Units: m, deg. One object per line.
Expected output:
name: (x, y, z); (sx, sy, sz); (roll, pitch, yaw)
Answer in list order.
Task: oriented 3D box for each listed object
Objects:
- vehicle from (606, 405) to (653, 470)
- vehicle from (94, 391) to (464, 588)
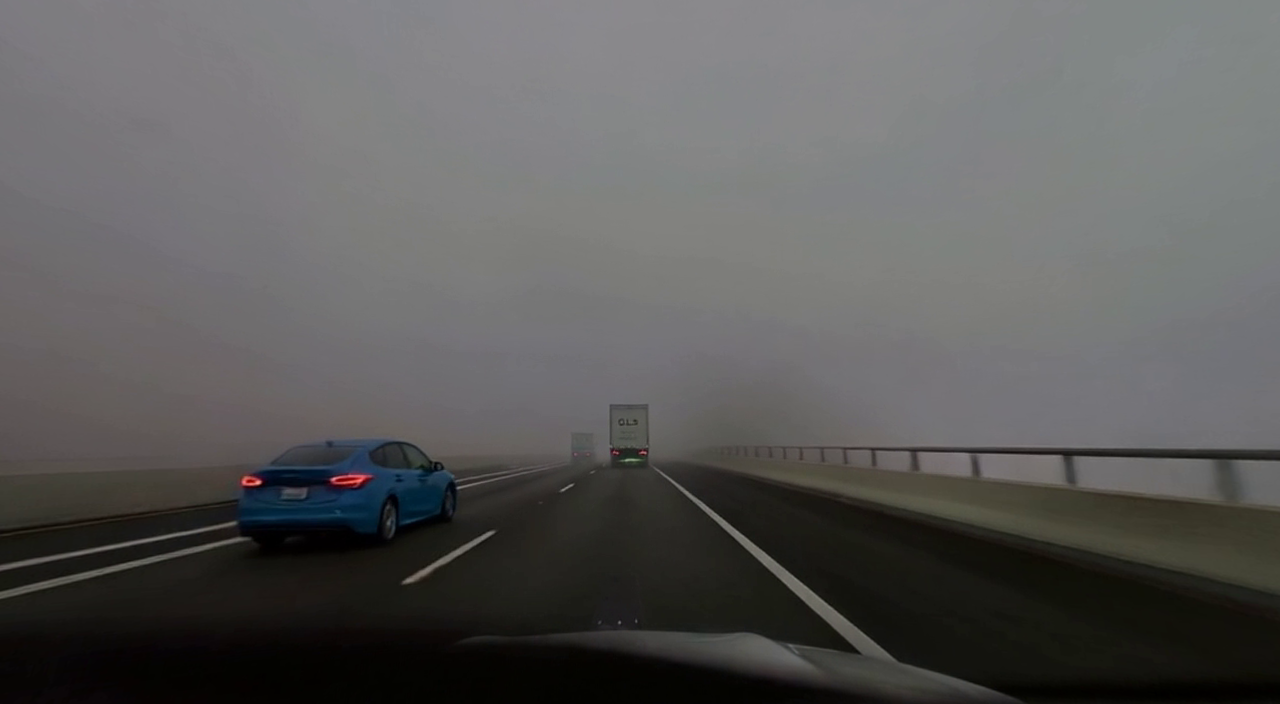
vehicle: (-0.726, 6.088, 44.125); (2.923, 4.007, 9.760); (0, -9, -1)
vehicle: (-4.305, 1.760, 8.883); (2.226, 1.935, 5.130); (0, -9, -1)
